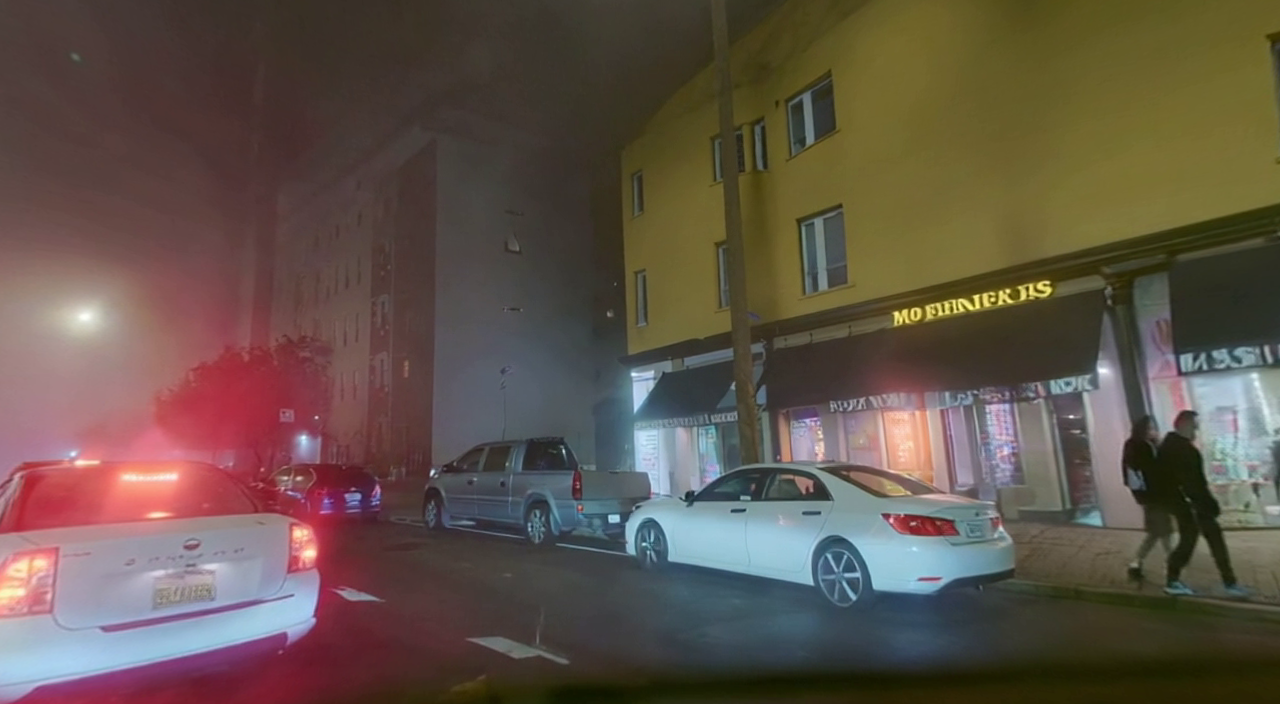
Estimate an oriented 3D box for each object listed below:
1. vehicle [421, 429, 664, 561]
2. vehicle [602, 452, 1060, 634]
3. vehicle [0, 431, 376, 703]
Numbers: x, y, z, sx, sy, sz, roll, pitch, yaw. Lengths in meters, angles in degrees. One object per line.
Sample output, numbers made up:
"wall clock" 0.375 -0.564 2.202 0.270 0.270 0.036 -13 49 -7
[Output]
"vehicle" -1.911 2.374 11.316 4.580 1.853 1.862 -8 -12 43
"vehicle" 1.897 1.933 7.518 4.830 1.421 1.826 -8 -11 42
"vehicle" -3.960 1.336 4.424 4.330 1.458 1.932 -7 -11 37
